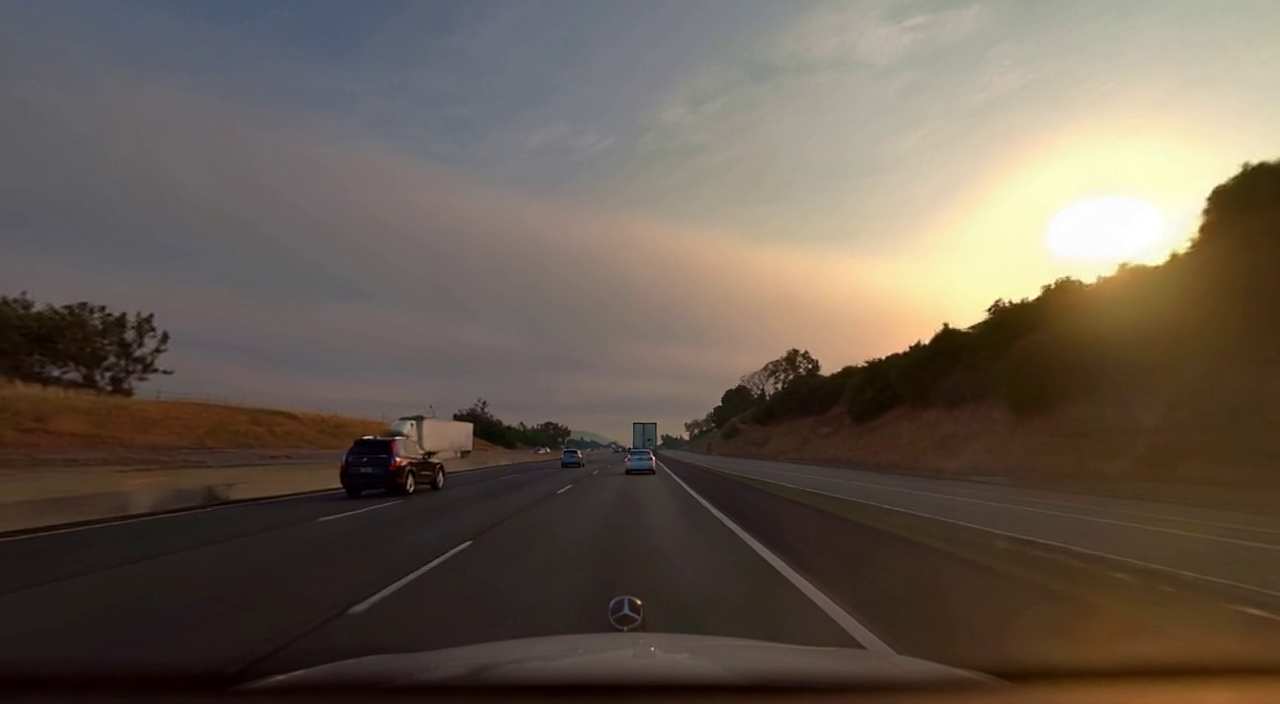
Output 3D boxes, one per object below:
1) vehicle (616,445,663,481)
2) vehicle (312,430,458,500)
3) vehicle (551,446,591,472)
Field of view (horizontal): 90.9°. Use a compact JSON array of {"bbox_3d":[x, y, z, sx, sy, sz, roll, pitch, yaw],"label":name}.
[{"bbox_3d":[-0.024,4.972,28.461,1.991,1.507,3.391,0,-9,0],"label":"vehicle"},{"bbox_3d":[-7.719,3.493,19.881,2.316,1.875,5.337,0,-9,1],"label":"vehicle"},{"bbox_3d":[-4.360,6.847,40.512,2.018,1.504,4.431,0,-9,1],"label":"vehicle"}]
